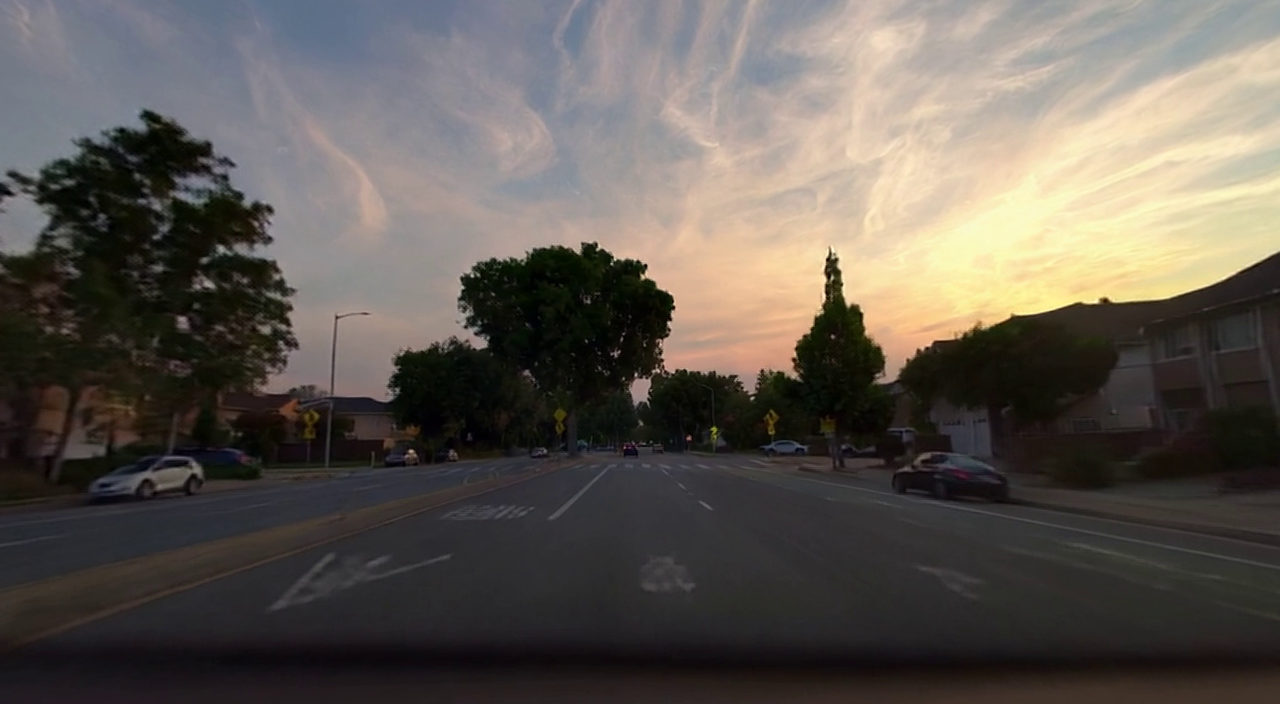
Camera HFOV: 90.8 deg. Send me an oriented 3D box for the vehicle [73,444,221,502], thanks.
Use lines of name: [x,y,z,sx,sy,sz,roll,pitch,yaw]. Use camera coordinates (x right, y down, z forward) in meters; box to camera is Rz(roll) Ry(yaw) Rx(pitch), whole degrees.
vehicle: [-18.281,4.453,23.783,1.994,1.874,4.502,-3,-8,-1]

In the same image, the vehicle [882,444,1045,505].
vehicle: [8.706,3.300,17.559,1.925,1.454,4.493,1,-9,-4]
